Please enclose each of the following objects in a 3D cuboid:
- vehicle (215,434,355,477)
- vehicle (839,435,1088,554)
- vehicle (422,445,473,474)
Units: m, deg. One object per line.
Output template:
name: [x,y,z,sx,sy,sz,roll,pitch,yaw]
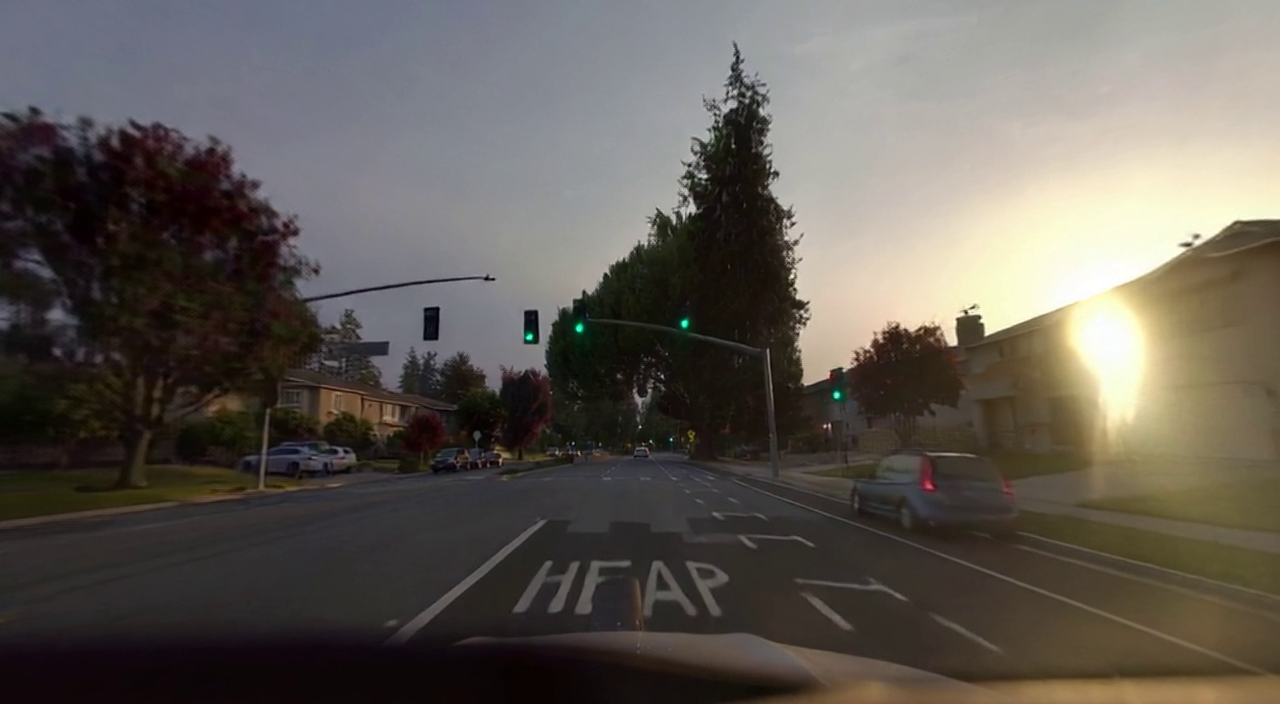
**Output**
vehicle: [-17.846,5.255,31.867,5.656,1.999,2.307,-1,-10,2]
vehicle: [5.223,2.330,11.011,1.979,1.637,4.321,0,-9,-1]
vehicle: [-12.121,6.806,39.857,1.932,1.673,4.314,-1,-10,-1]
